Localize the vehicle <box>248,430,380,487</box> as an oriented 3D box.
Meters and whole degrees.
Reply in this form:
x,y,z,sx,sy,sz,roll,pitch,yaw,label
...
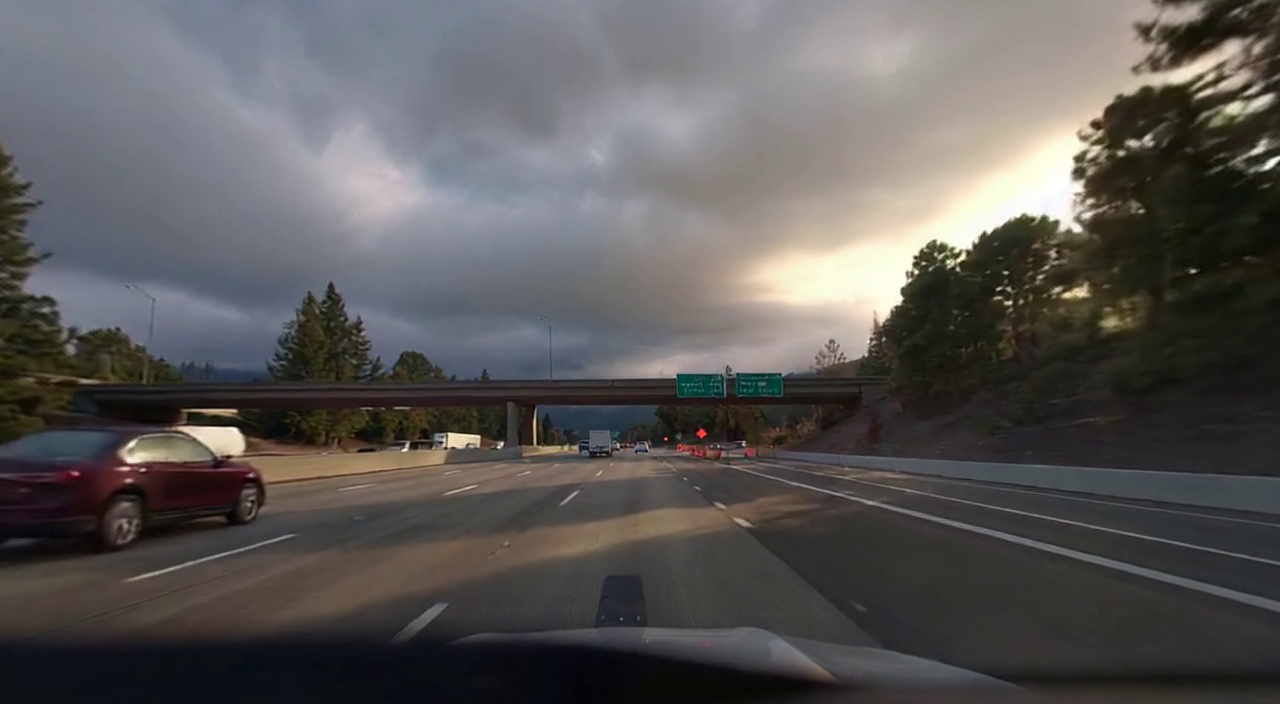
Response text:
x,y,z,sx,sy,sz,roll,pitch,yaw,label
-10.500,3.455,20.709,1.964,1.662,4.367,0,-8,0,vehicle

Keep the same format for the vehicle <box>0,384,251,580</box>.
x,y,z,sx,sy,sz,roll,pitch,yaw,label
-6.890,1.348,6.853,2.103,1.775,4.966,0,-9,0,vehicle
